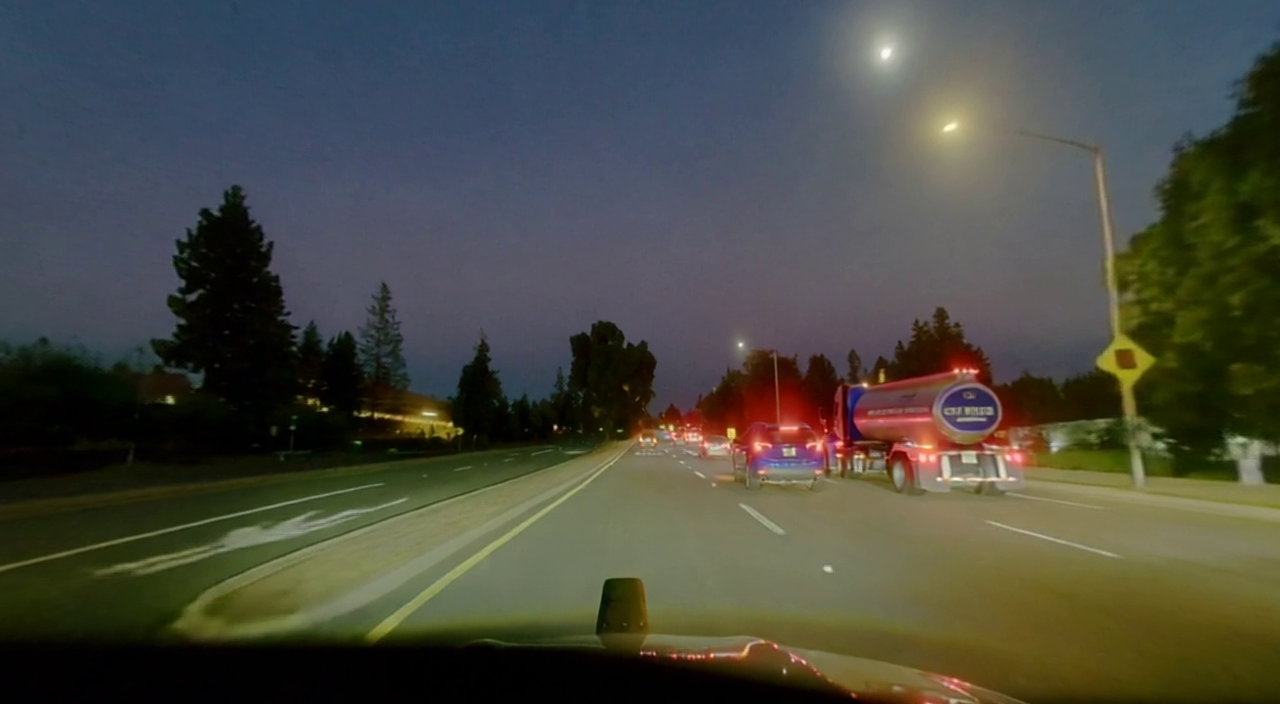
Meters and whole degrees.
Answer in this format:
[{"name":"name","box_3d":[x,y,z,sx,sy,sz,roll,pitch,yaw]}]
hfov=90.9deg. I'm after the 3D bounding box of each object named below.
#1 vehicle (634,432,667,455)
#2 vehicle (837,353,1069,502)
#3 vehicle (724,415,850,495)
[{"name":"vehicle","box_3d":[0.656,6.314,43.349,2.148,1.488,4.002,0,-8,0]},{"name":"vehicle","box_3d":[7.765,2.071,16.861,2.849,3.207,6.275,0,-8,0]},{"name":"vehicle","box_3d":[3.518,2.587,16.075,2.045,1.729,4.532,0,-8,-1]}]
